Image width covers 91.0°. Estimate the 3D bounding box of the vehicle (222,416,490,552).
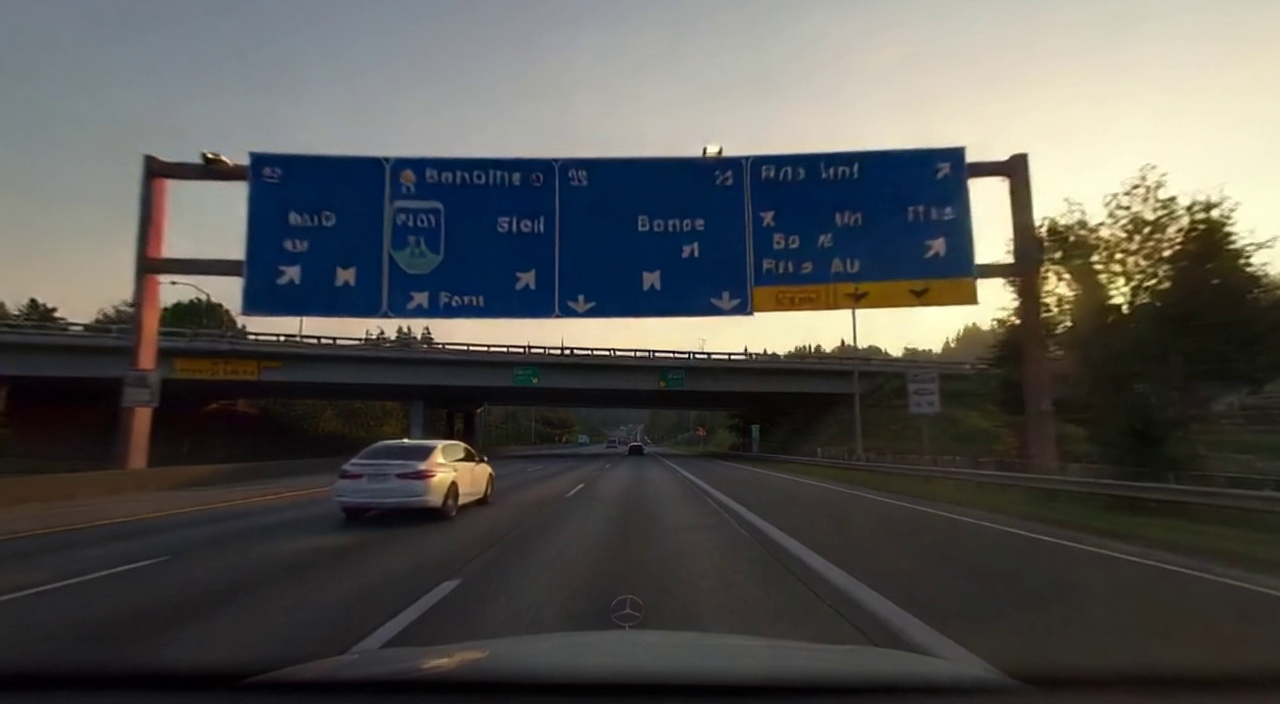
[{"bbox_3d":[-3.824,1.832,9.460,2.012,1.570,4.126,0,-8,1],"label":"vehicle"}]
